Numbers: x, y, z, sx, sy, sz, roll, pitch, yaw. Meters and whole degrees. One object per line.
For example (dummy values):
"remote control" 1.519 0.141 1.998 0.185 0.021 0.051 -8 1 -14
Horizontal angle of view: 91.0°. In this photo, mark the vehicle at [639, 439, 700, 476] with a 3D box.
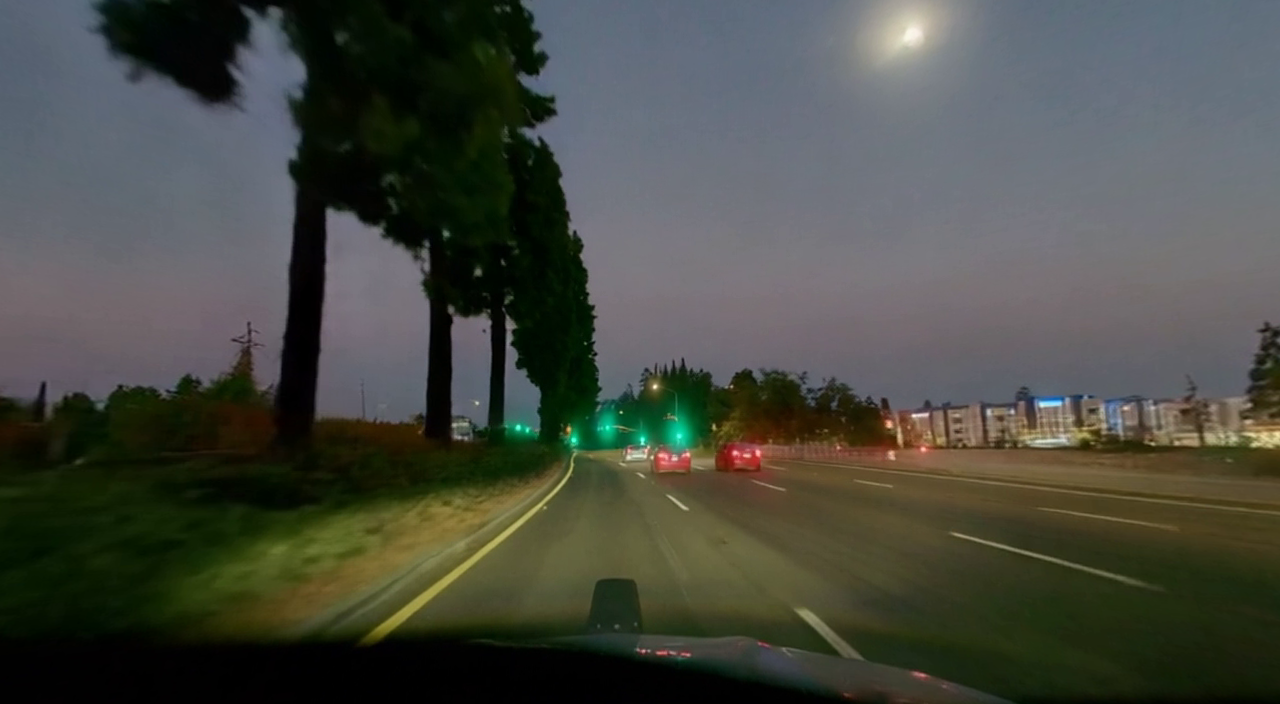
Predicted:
"vehicle" 1.181 4.568 27.439 2.077 1.464 4.134 1 -8 -6

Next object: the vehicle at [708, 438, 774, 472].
"vehicle" 4.608 4.769 29.406 1.901 1.474 4.363 1 -8 -6
